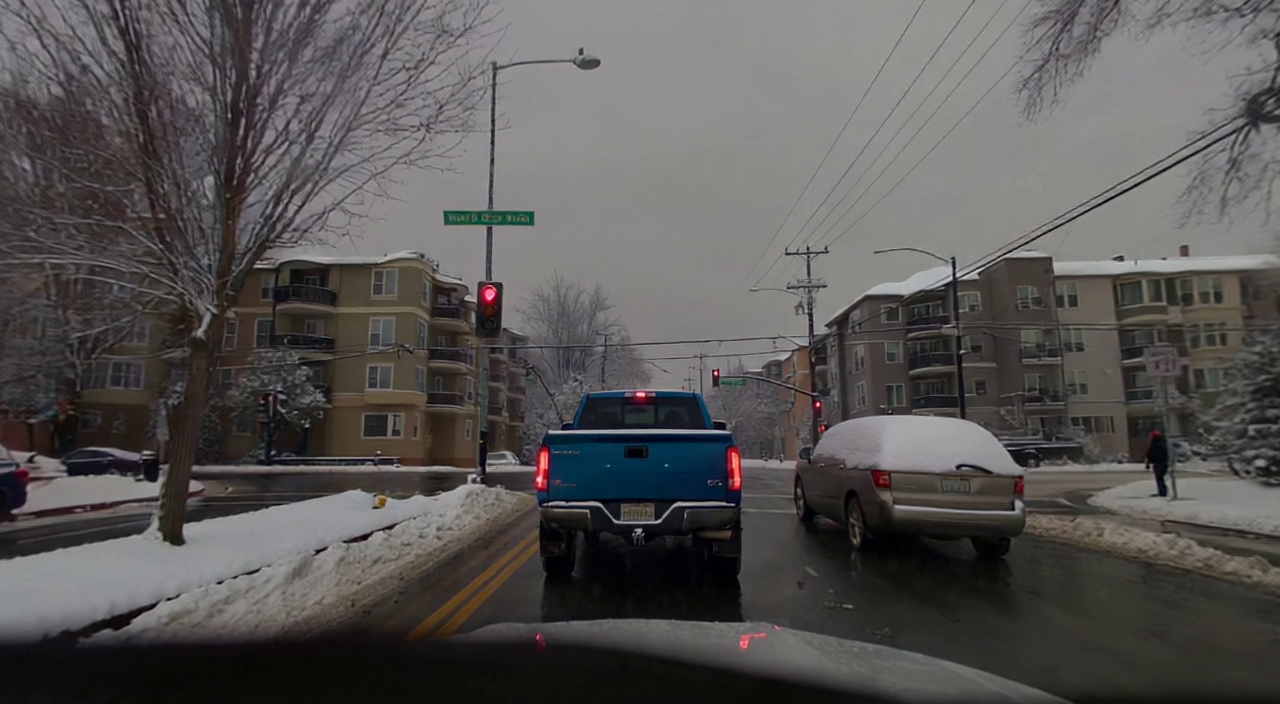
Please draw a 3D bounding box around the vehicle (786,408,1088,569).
[{"bbox_3d":[3.840,1.860,9.399,2.131,1.759,4.762,0,-8,-1],"label":"vehicle"}]

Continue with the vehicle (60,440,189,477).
[{"bbox_3d":[-24.848,5.140,30.468,4.563,1.692,1.778,0,-8,-1],"label":"vehicle"}]

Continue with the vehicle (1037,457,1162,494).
[{"bbox_3d":[21.892,5.875,30.154,4.498,1.618,1.843,0,-8,0],"label":"vehicle"}]

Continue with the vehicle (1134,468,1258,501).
[{"bbox_3d":[26.369,6.280,29.990,4.071,1.388,1.884,0,-8,1],"label":"vehicle"}]

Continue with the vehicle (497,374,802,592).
[{"bbox_3d":[0.110,1.552,8.301,2.738,1.959,5.070,0,-8,1],"label":"vehicle"}]
